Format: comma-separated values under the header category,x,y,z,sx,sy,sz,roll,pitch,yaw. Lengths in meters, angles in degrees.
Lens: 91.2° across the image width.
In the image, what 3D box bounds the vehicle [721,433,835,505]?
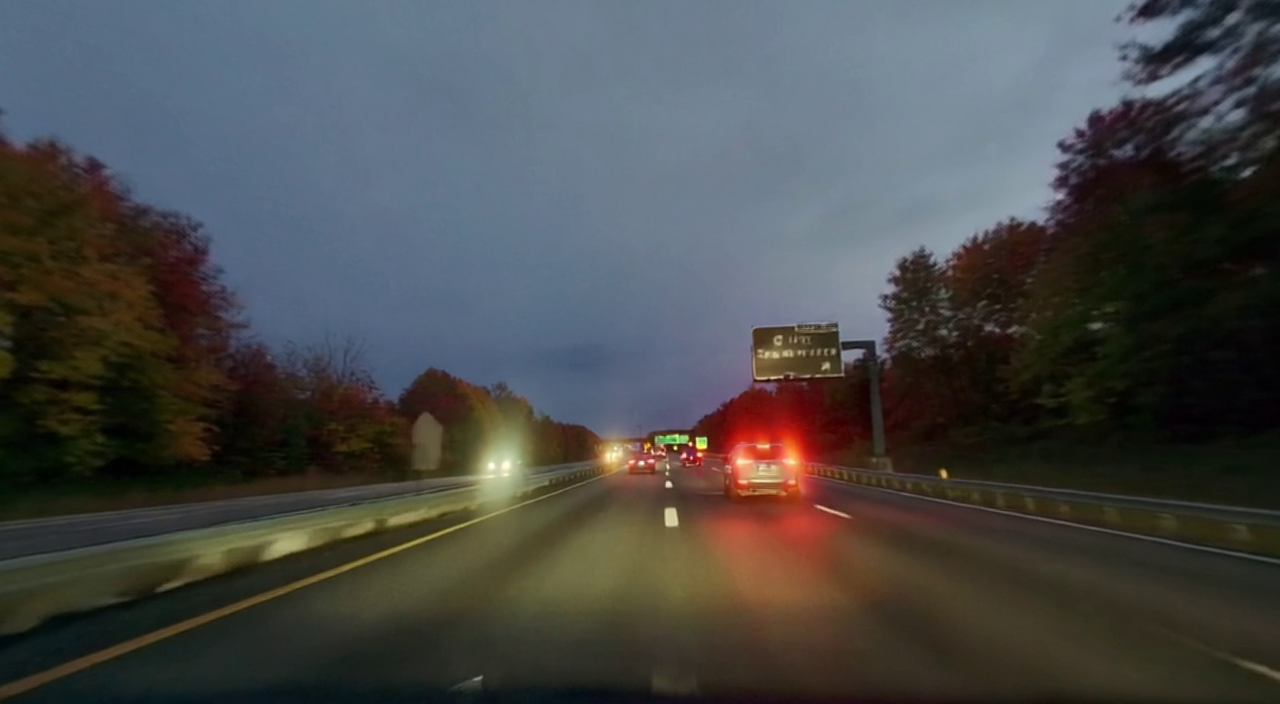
category,x,y,z,sx,sy,sz,roll,pitch,yaw
vehicle,3.607,3.172,17.338,2.250,1.718,4.358,-1,-9,1

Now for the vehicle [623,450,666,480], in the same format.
category,x,y,z,sx,sy,sz,roll,pitch,yaw
vehicle,0.276,5.656,31.627,2.037,1.418,3.793,-1,-9,2
